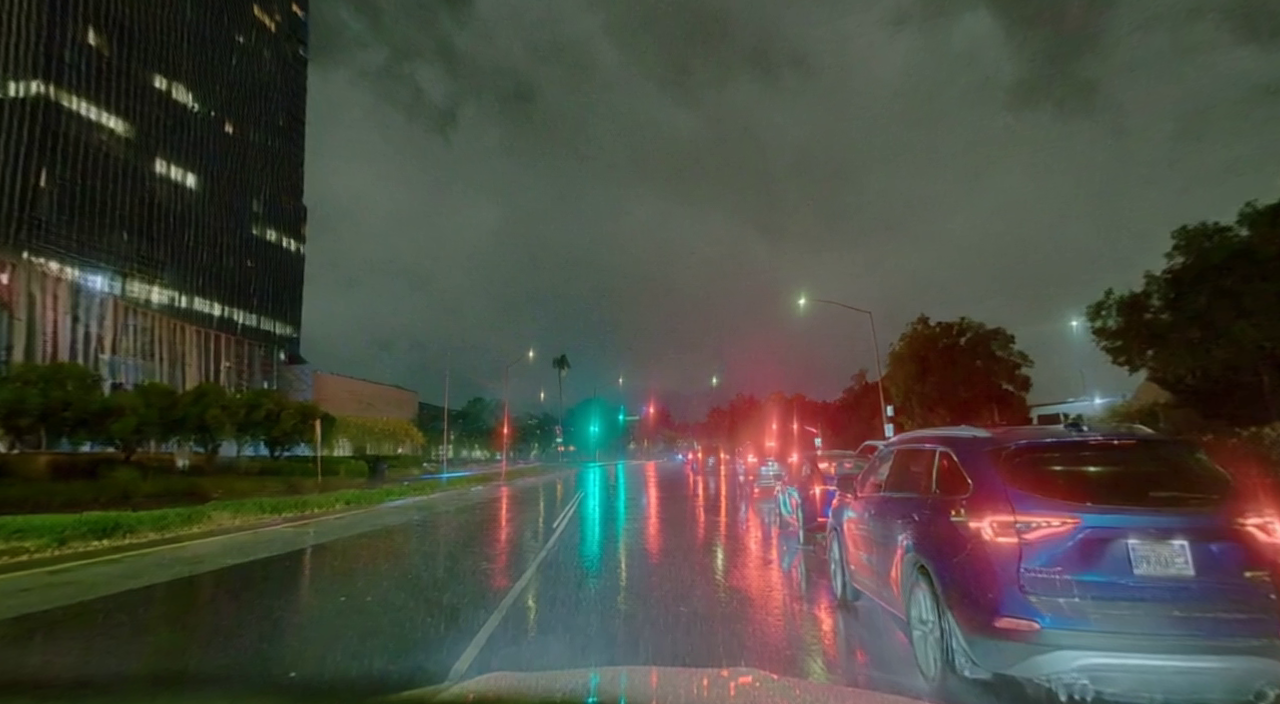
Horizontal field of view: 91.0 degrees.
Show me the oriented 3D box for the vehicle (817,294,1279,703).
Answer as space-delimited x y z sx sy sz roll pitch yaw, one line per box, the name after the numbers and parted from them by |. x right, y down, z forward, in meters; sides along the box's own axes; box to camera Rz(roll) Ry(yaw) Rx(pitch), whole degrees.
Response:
2.428 1.044 3.742 2.092 1.703 4.870 -1 -9 10 | vehicle

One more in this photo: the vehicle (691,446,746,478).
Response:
3.951 5.615 32.486 2.183 1.553 3.923 0 -9 -2 | vehicle

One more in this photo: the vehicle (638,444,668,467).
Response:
1.061 8.170 49.768 2.121 1.728 4.161 -1 -9 5 | vehicle
